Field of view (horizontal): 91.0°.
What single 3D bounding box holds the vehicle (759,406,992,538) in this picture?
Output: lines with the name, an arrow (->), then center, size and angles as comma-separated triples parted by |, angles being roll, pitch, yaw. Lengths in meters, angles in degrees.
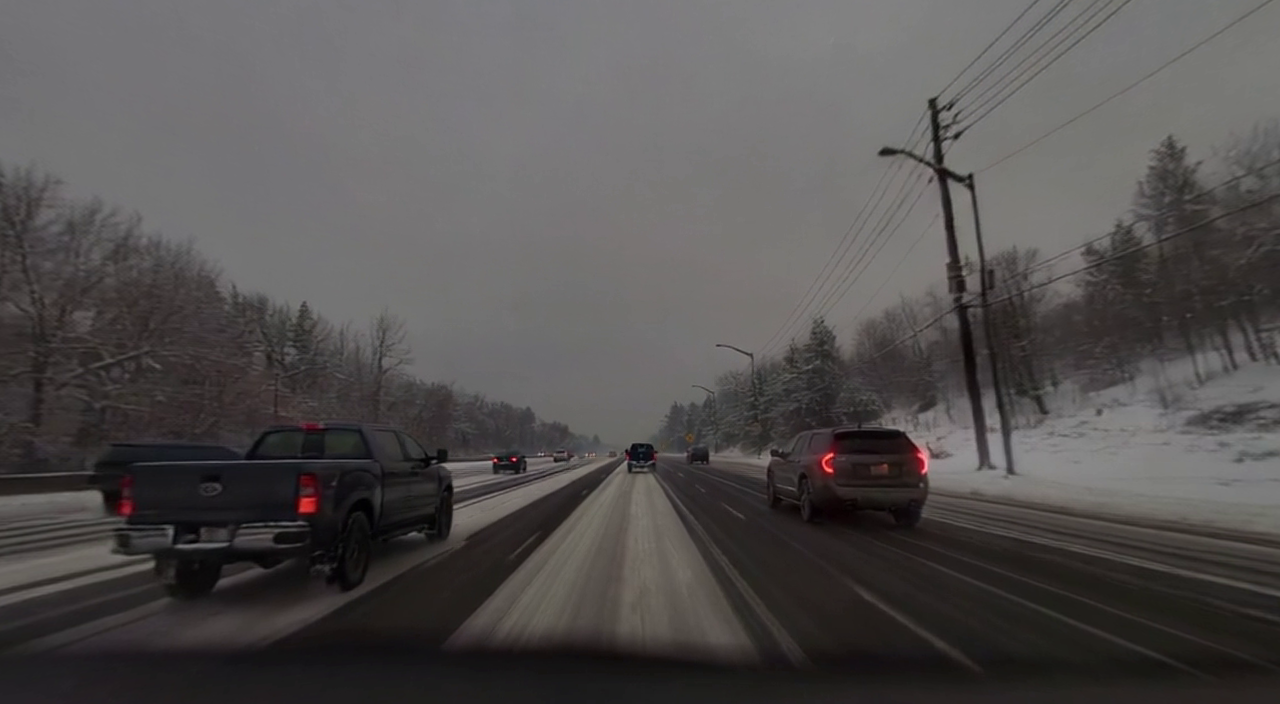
vehicle -> 4.149, 2.291, 12.580 | 2.388, 1.998, 5.749 | 0, -9, 0

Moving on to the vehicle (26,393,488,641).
vehicle -> -3.316, 1.544, 6.864 | 2.154, 1.783, 4.476 | 0, -9, 0

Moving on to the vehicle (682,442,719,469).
vehicle -> 4.736, 8.186, 49.918 | 2.380, 1.976, 5.614 | 0, -9, 0

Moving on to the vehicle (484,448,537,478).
vehicle -> -7.216, 6.239, 35.624 | 2.014, 1.526, 4.577 | 0, -9, 0

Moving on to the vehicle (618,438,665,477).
vehicle -> 0.102, 5.748, 34.451 | 2.372, 1.957, 5.121 | 0, -9, 0
